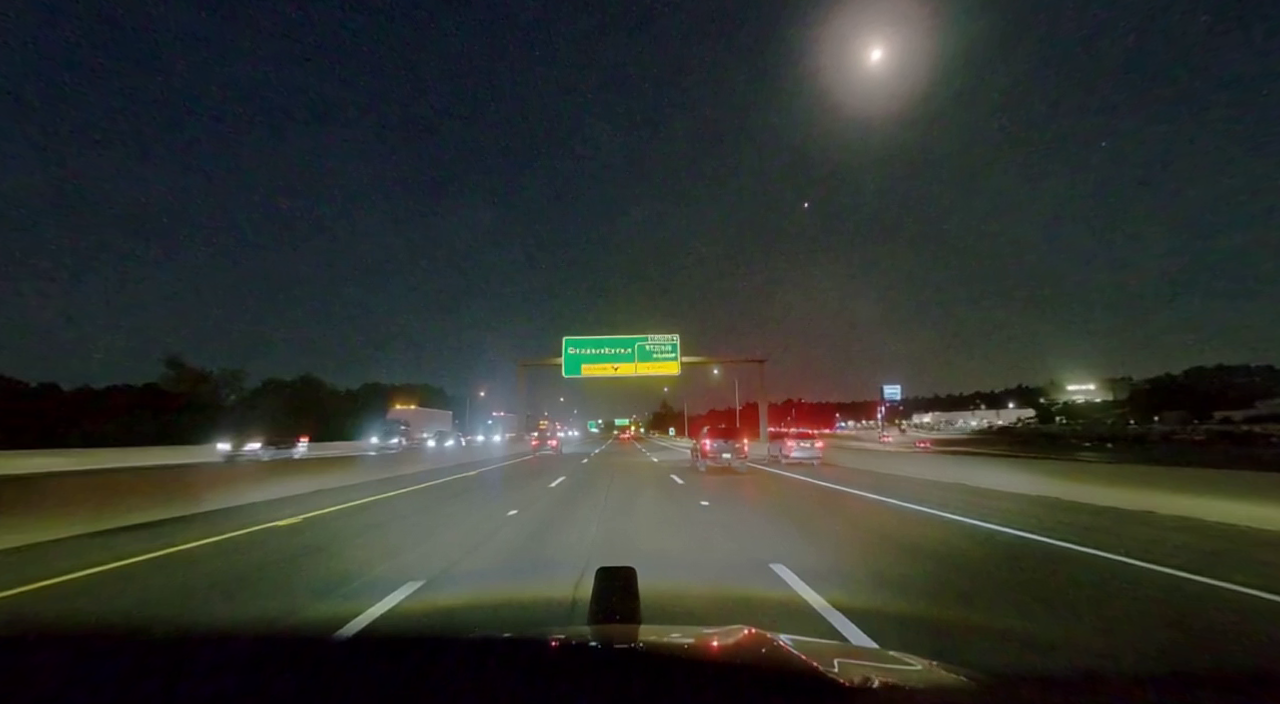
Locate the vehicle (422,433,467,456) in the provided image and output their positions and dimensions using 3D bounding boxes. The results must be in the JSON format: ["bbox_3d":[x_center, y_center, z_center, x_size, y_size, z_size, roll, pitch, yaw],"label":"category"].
[{"bbox_3d":[-12.958,6.120,41.946,1.809,1.454,4.209,0,-8,-2],"label":"vehicle"}]

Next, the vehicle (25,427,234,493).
[{"bbox_3d":[-12.876,2.724,16.351,1.858,1.475,4.355,0,-8,-1],"label":"vehicle"}]

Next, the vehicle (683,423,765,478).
[{"bbox_3d":[2.689,3.265,21.213,2.022,1.637,4.229,0,-8,-3],"label":"vehicle"}]

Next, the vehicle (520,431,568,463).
[{"bbox_3d":[-4.964,4.958,33.102,1.996,1.518,4.229,0,-8,-2],"label":"vehicle"}]

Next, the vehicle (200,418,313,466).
[{"bbox_3d":[-17.097,4.050,28.445,2.151,1.970,4.758,0,-8,-2],"label":"vehicle"}]
